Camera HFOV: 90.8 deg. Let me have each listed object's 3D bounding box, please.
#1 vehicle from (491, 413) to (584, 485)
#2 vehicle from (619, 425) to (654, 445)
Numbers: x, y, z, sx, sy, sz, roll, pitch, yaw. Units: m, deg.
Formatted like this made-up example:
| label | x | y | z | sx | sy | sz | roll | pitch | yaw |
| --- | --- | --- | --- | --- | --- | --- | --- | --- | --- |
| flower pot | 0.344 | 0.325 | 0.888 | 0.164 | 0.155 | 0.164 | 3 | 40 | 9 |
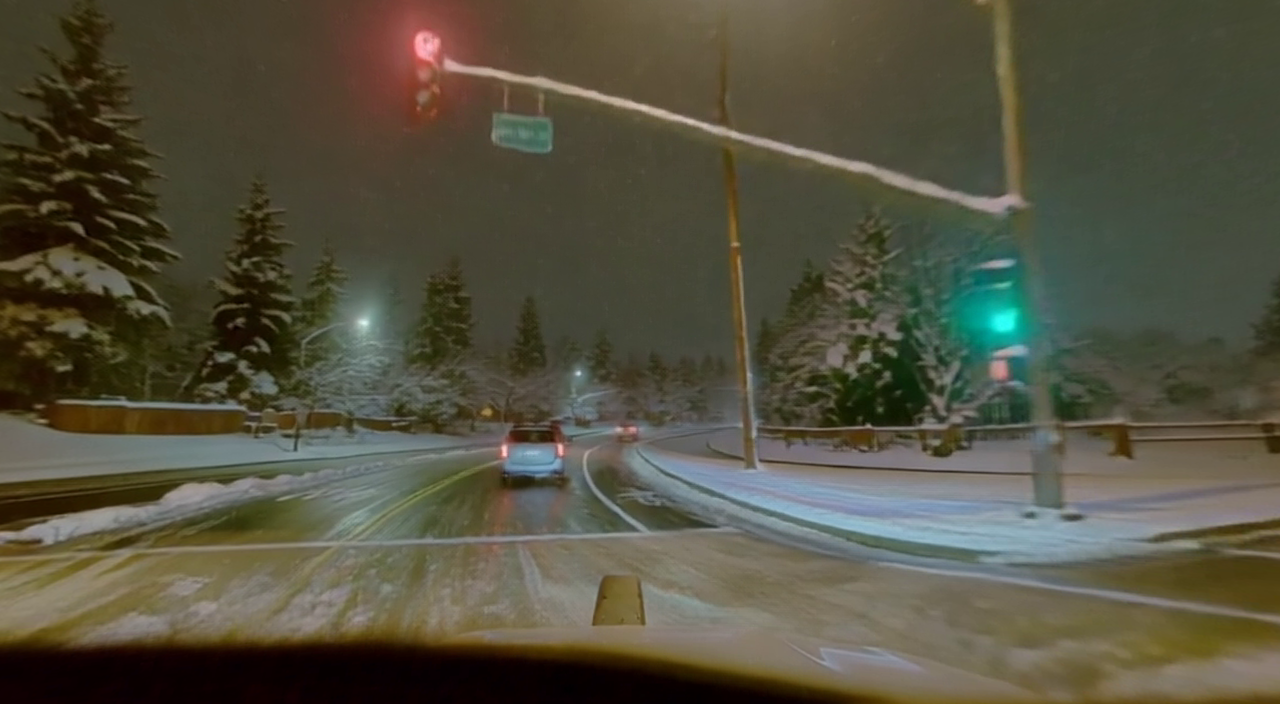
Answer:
| label | x | y | z | sx | sy | sz | roll | pitch | yaw |
| --- | --- | --- | --- | --- | --- | --- | --- | --- | --- |
| vehicle | -2.824 | 2.794 | 18.524 | 2.230 | 1.827 | 4.580 | 1 | -8 | -4 |
| vehicle | -0.201 | 6.383 | 48.332 | 1.929 | 1.476 | 4.655 | -1 | -8 | 9 |
